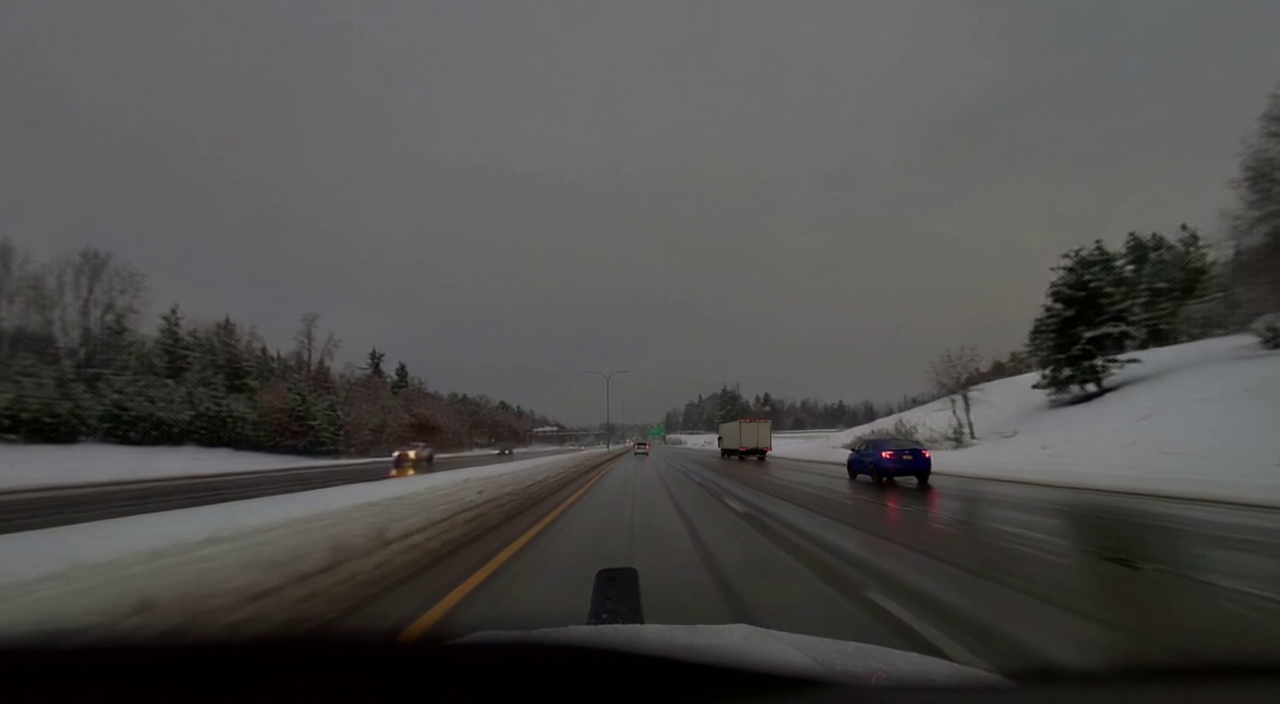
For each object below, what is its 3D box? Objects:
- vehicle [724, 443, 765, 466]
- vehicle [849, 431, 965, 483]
[{"bbox_3d":[7.328,7.234,44.519,2.053,1.553,4.463,0,-9,-1],"label":"vehicle"},{"bbox_3d":[10.959,4.380,26.473,2.387,1.936,5.646,0,-9,0],"label":"vehicle"}]
